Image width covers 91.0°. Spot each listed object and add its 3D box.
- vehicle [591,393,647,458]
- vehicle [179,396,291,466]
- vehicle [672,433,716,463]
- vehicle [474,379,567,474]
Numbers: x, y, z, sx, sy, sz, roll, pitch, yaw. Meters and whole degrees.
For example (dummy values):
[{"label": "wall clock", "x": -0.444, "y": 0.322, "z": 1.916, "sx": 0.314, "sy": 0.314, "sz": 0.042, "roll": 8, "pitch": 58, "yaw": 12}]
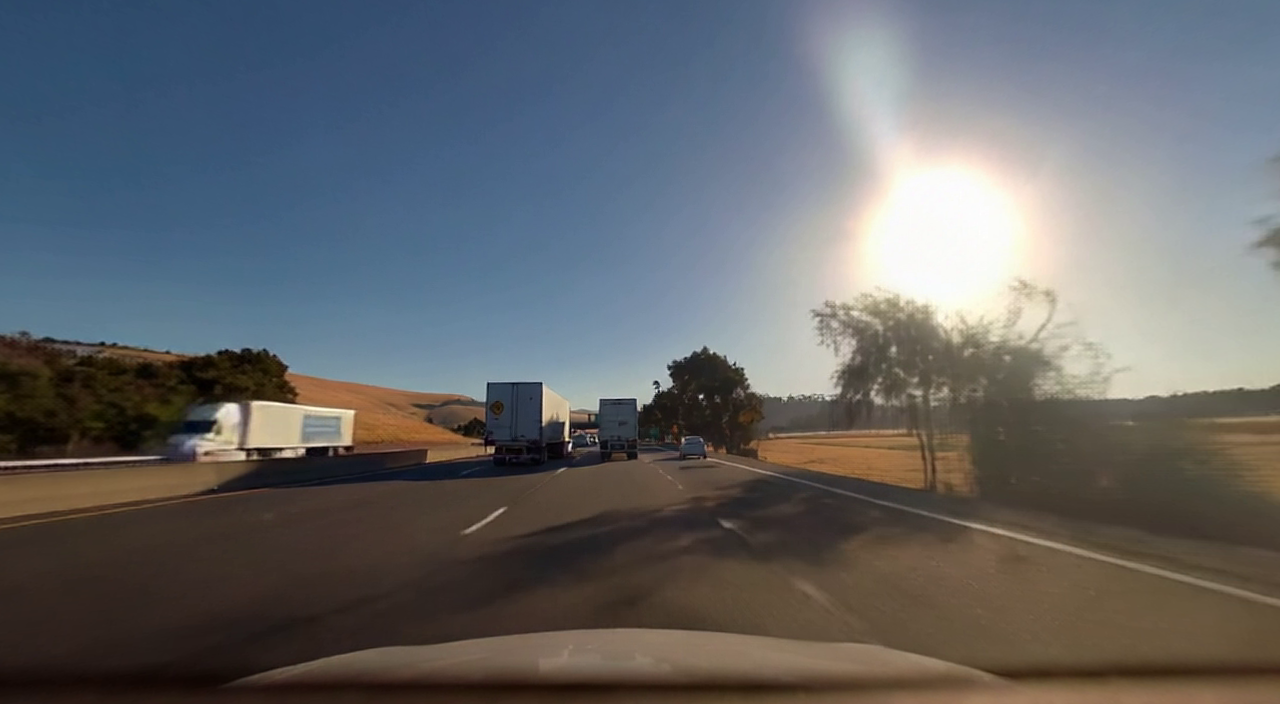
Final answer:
[{"label": "vehicle", "x": -1.846, "y": 5.808, "z": 48.124, "sx": 3.475, "sy": 4.037, "sz": 17.454, "roll": 0, "pitch": -8, "yaw": -3}, {"label": "vehicle", "x": -24.977, "y": 4.966, "z": 39.263, "sx": 2.978, "sy": 4.001, "sz": 5.854, "roll": 0, "pitch": -8, "yaw": -1}, {"label": "vehicle", "x": 2.815, "y": 5.098, "z": 33.575, "sx": 1.891, "sy": 1.477, "sz": 3.599, "roll": 0, "pitch": -8, "yaw": -3}, {"label": "vehicle", "x": -4.701, "y": 3.167, "z": 26.279, "sx": 2.728, "sy": 3.405, "sz": 7.096, "roll": 0, "pitch": -8, "yaw": -2}]
